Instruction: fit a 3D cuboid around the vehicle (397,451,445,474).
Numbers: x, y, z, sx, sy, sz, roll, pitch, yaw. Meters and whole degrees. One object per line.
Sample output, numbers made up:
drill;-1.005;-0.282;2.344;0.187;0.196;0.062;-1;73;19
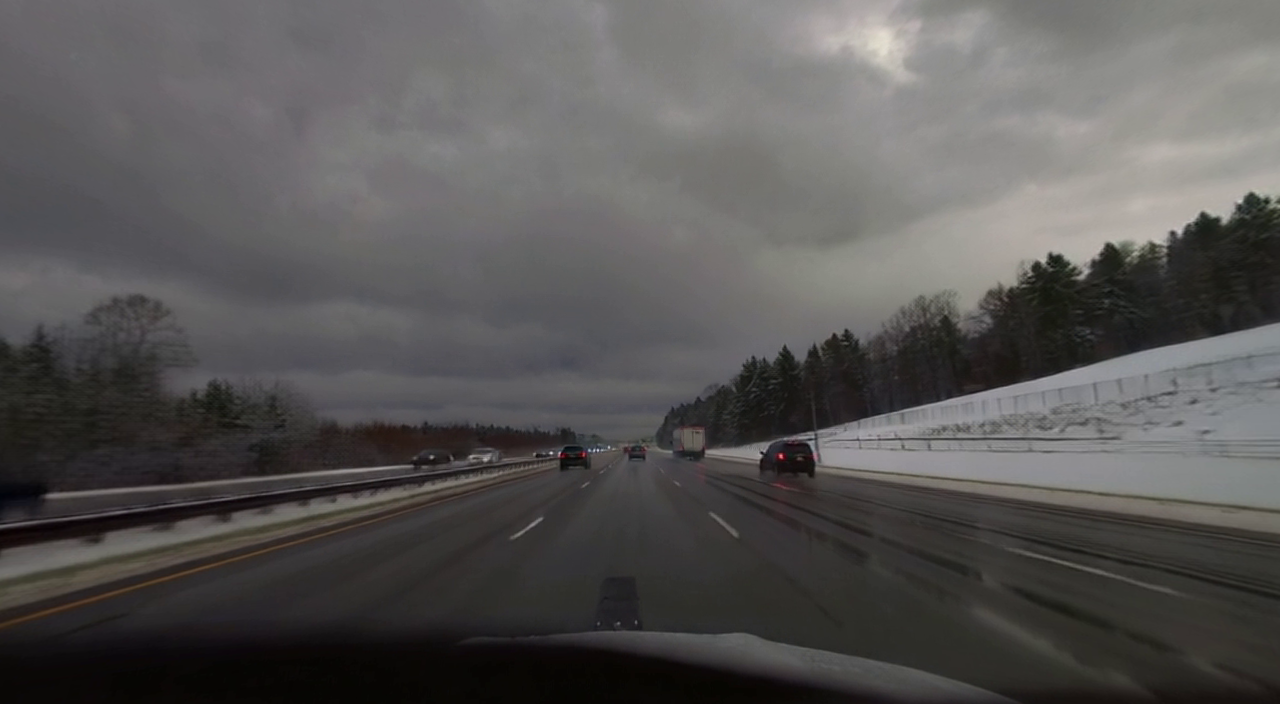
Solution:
vehicle;-15.425;7.780;44.488;1.850;1.465;4.240;0;-9;0

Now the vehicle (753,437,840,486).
vehicle;5.781;4.109;23.889;2.069;1.625;4.832;0;-9;0

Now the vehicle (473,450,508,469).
vehicle;-11.724;8.436;49.477;1.775;1.434;3.718;0;-9;1

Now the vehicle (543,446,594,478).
vehicle;-3.642;5.718;33.010;2.160;1.530;4.500;0;-9;0
